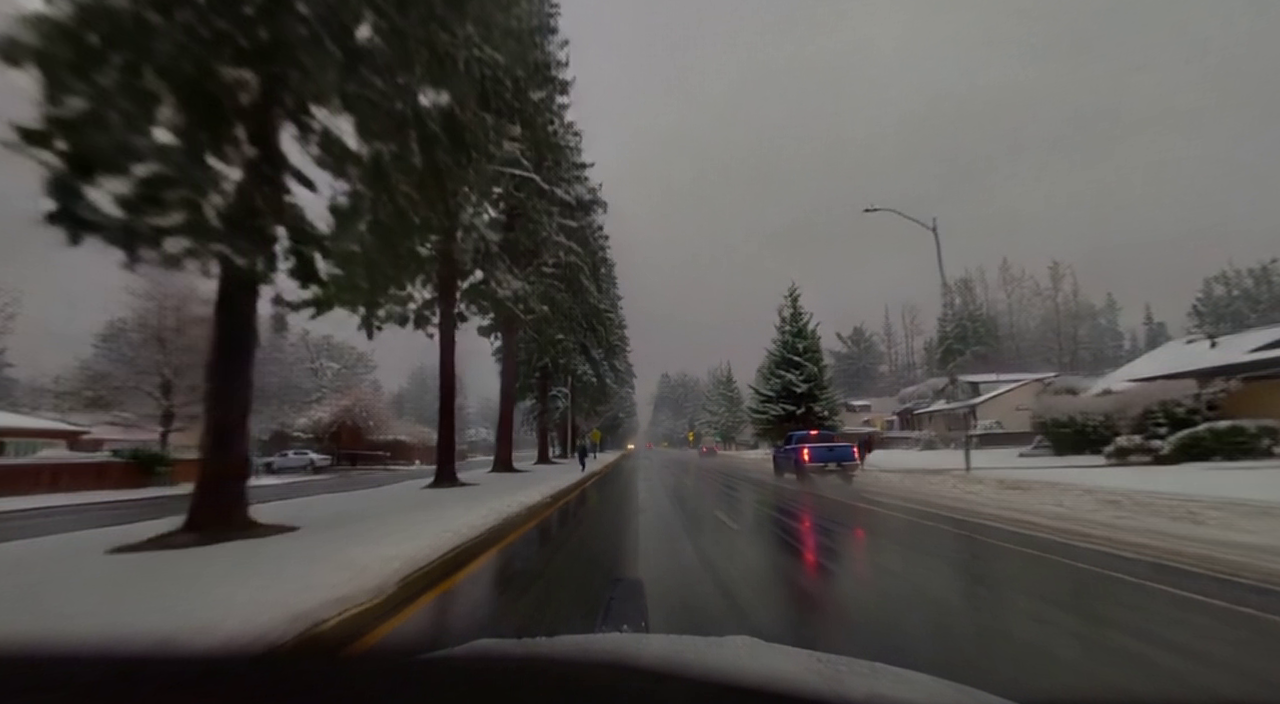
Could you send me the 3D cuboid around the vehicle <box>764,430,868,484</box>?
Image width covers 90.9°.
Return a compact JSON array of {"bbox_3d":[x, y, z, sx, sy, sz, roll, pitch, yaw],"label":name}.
[{"bbox_3d":[6.481,3.954,24.088,2.262,1.769,5.666,0,-8,-1],"label":"vehicle"}]
